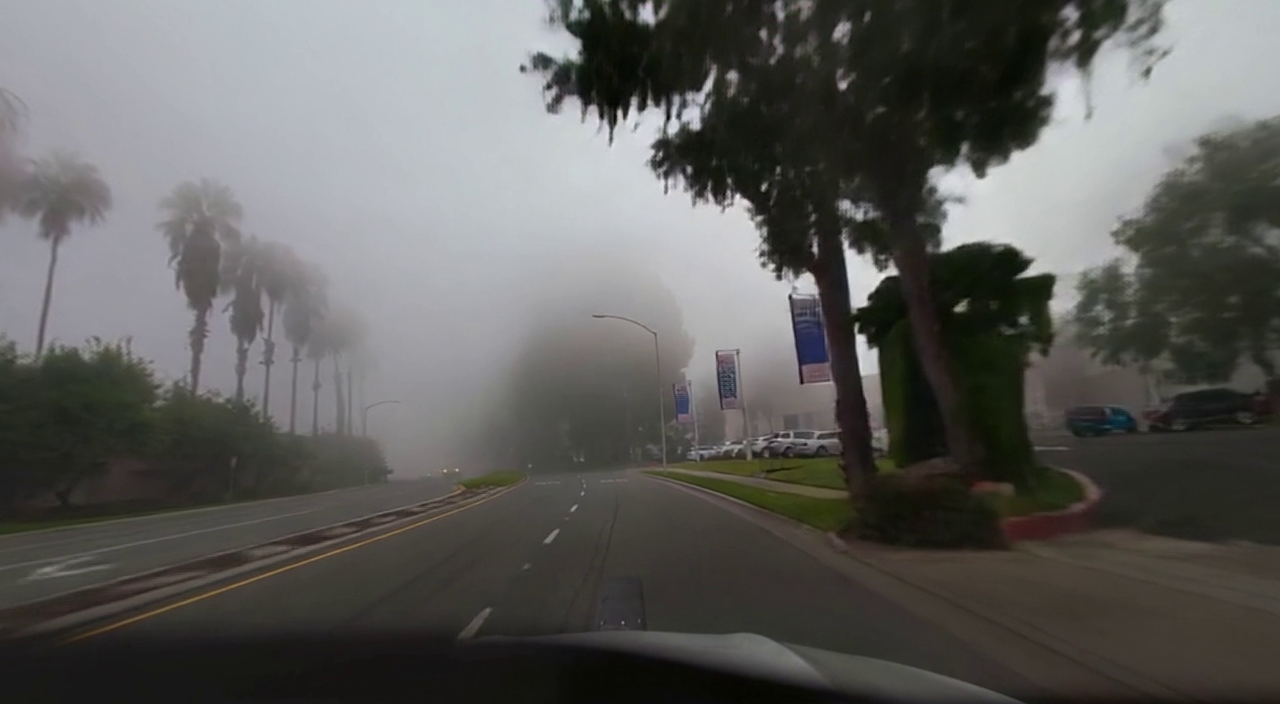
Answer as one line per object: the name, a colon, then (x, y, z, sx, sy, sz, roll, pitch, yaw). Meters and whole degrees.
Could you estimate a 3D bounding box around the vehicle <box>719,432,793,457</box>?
vehicle: (7.954, 6.388, 43.414, 4.636, 1.695, 2.025, 1, -9, -5)

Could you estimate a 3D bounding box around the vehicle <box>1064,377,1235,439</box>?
vehicle: (19.738, 2.249, 24.585, 2.002, 1.686, 4.537, -2, -12, -27)

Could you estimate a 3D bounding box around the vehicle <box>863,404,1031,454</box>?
vehicle: (10.527, 2.692, 21.830, 4.671, 1.630, 2.200, 0, -9, 0)
